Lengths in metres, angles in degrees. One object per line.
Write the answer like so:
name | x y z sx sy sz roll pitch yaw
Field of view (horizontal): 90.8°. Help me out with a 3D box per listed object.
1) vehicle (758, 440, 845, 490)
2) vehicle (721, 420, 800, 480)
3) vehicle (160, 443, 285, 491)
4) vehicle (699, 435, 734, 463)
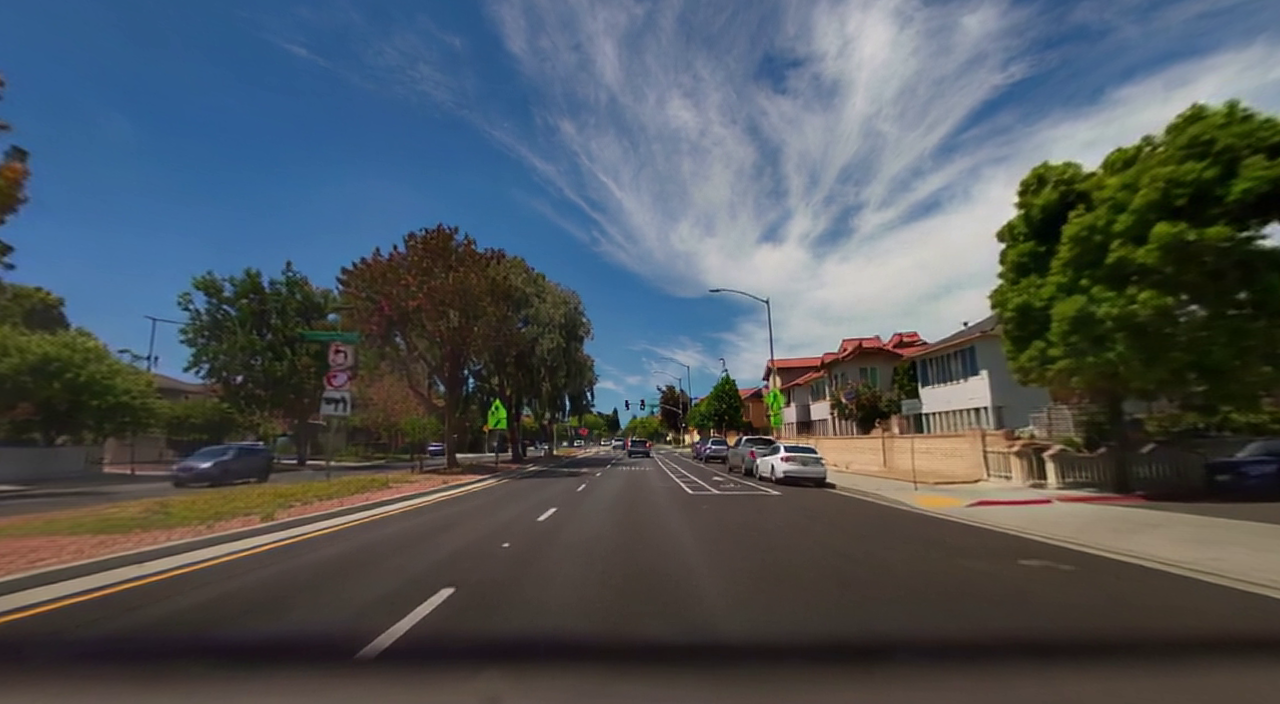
vehicle | 5.698 4.042 22.937 1.940 1.584 4.553 0 -9 0
vehicle | 5.415 4.555 29.431 2.324 2.468 6.422 0 -9 -1
vehicle | -16.408 4.511 25.168 1.957 1.705 4.346 0 -9 1
vehicle | 5.545 7.106 46.639 2.008 1.930 4.919 0 -8 1
